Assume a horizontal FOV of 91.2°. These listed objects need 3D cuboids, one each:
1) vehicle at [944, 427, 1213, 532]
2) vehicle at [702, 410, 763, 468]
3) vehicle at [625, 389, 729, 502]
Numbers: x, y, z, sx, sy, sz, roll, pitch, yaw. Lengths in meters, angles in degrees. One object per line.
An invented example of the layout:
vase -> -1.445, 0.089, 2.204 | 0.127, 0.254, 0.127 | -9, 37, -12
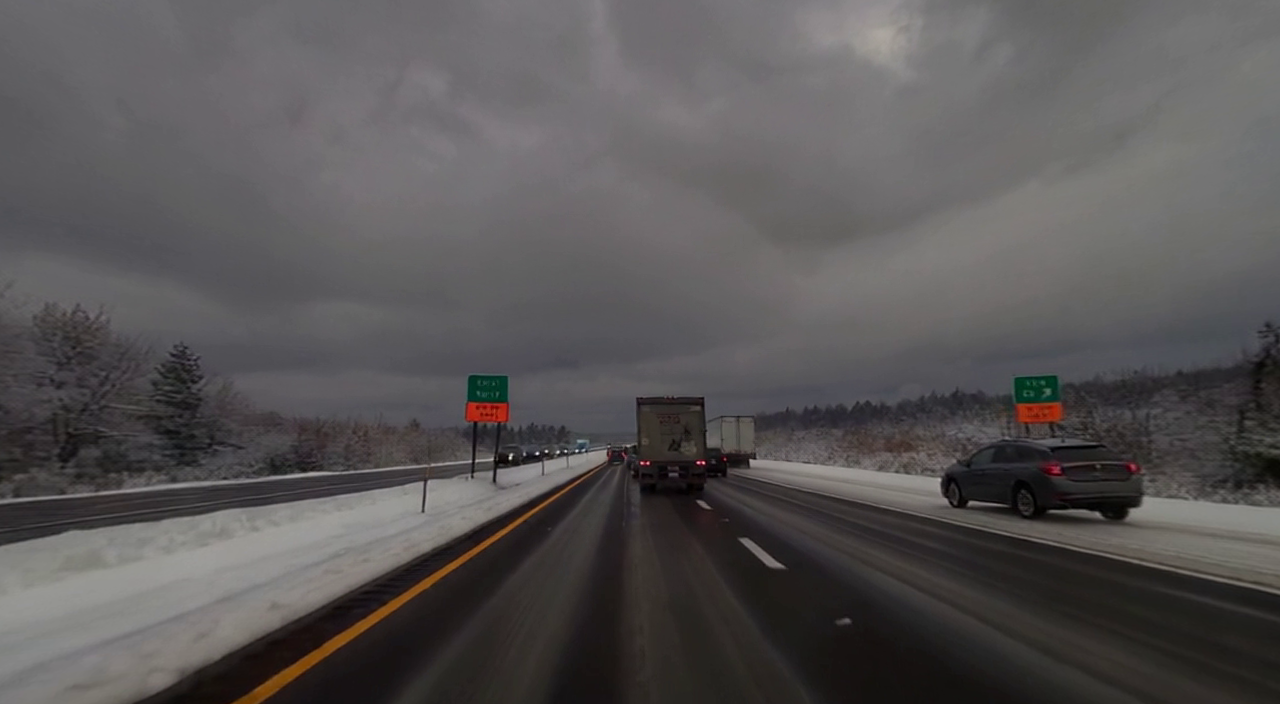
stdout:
vehicle -> 7.457, 2.188, 11.251 | 1.988, 1.534, 3.763 | 0, -9, -2
vehicle -> 6.728, 6.598, 47.124 | 2.928, 3.900, 10.014 | 0, -9, 0
vehicle -> 1.187, 2.747, 18.415 | 2.506, 2.743, 6.093 | -1, -9, 6
